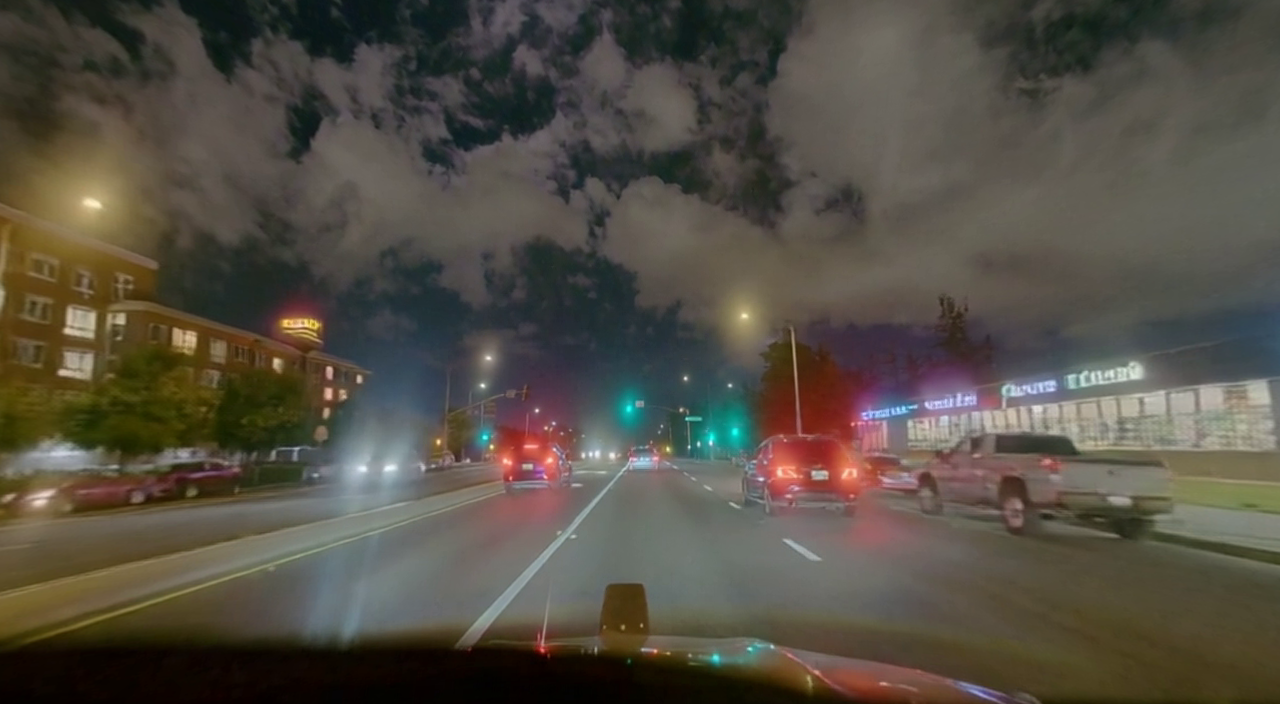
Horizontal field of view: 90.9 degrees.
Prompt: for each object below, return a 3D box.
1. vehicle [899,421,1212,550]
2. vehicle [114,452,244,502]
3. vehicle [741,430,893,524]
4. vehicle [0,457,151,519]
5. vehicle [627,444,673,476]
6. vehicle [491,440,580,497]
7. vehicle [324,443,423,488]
[{"bbox_3d":[6.921,2.268,11.492,2.207,1.789,5.099,0,-9,0],"label":"vehicle"},{"bbox_3d":[-16.987,4.573,23.524,1.825,1.560,4.109,-2,-8,-2],"label":"vehicle"},{"bbox_3d":[3.444,2.501,13.140,1.987,1.637,3.896,0,-9,0],"label":"vehicle"},{"bbox_3d":[-17.031,3.910,18.522,1.854,1.466,4.377,-2,-8,0],"label":"vehicle"},{"bbox_3d":[0.466,5.278,31.136,2.103,1.468,4.094,0,-9,0],"label":"vehicle"},{"bbox_3d":[-2.956,3.403,18.791,1.860,1.510,4.073,0,-9,1],"label":"vehicle"},{"bbox_3d":[-10.633,4.531,25.539,1.951,1.658,4.473,0,-9,1],"label":"vehicle"}]
